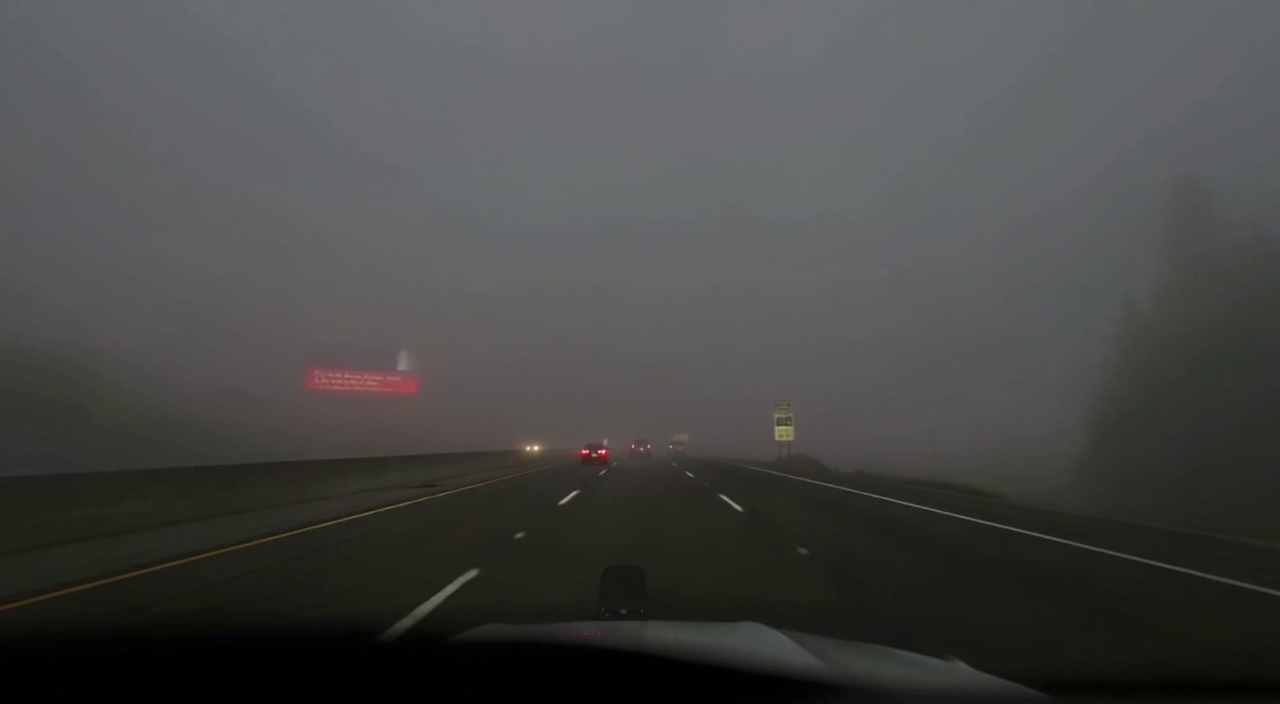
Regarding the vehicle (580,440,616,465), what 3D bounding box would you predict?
[{"bbox_3d":[-2.958,7.203,45.370,2.319,1.738,4.355,0,-8,0],"label":"vehicle"}]
